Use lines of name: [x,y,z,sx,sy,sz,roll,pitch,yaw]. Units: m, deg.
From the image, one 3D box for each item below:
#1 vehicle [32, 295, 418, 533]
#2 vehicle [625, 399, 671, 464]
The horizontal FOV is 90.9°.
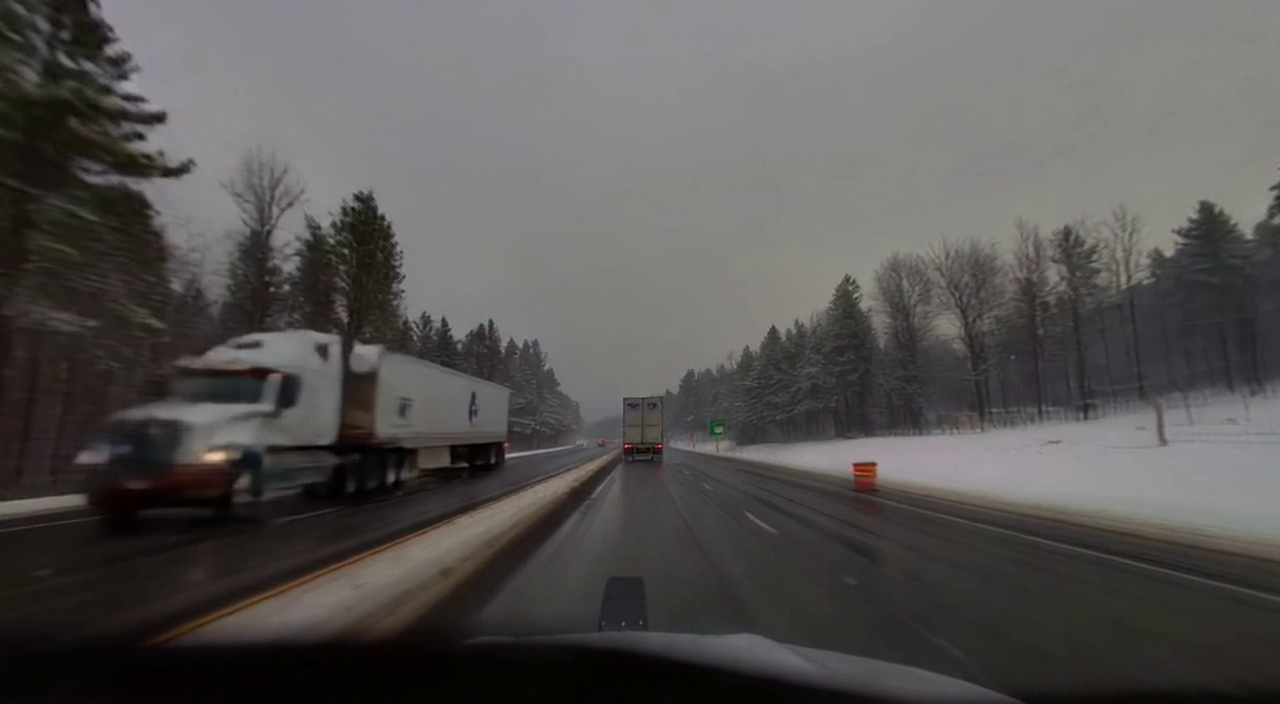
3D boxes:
vehicle: [-8.492,1.656,15.081,3.025,4.018,8.862,0,-8,1]
vehicle: [0.376,5.870,45.597,2.935,4.068,11.036,0,-8,-1]
